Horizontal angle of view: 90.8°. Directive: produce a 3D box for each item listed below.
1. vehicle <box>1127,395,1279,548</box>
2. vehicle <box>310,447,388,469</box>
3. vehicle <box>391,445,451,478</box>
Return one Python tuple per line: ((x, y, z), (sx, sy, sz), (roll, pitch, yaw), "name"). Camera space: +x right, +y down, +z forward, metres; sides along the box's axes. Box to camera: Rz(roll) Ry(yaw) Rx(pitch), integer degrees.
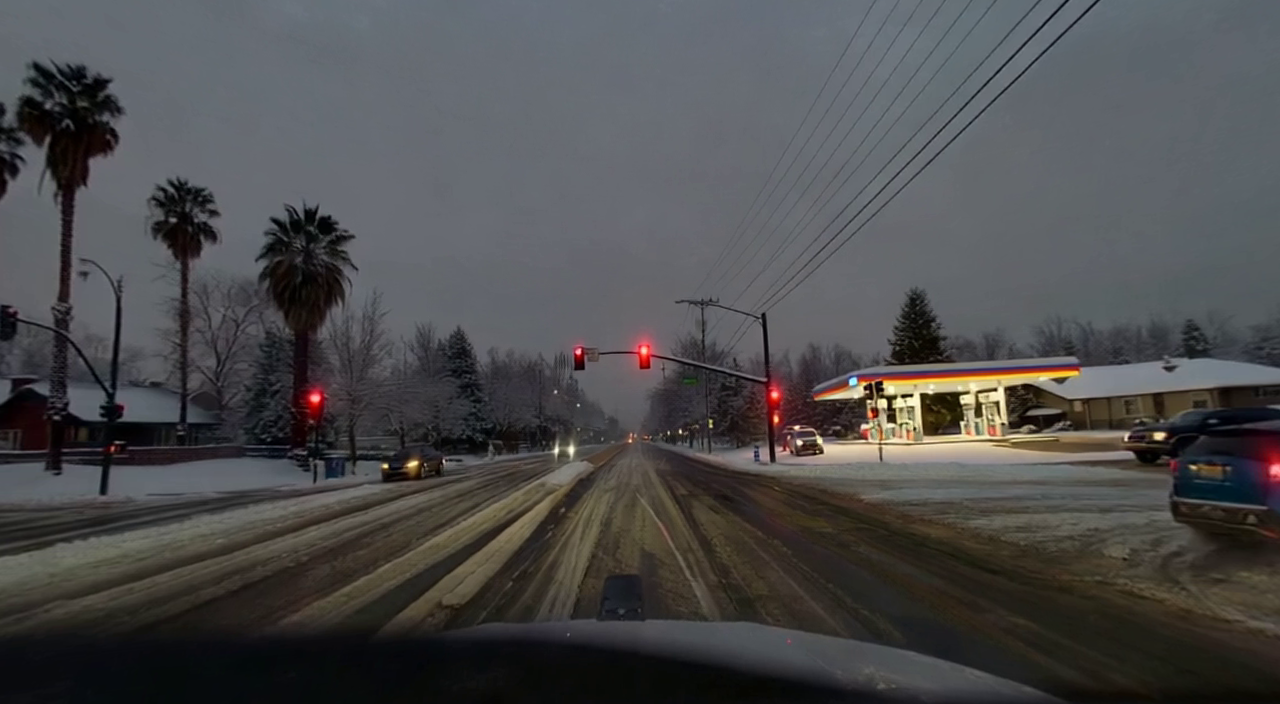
((8.597, 1.596, 8.839), (2.299, 1.732, 4.146), (-8, -12, 42), "vehicle")
((-20.861, 7.626, 45.465), (4.672, 1.469, 1.816), (0, -9, -2), "vehicle")
((-12.976, 6.485, 37.745), (2.009, 1.777, 4.559), (0, -9, -1), "vehicle")
